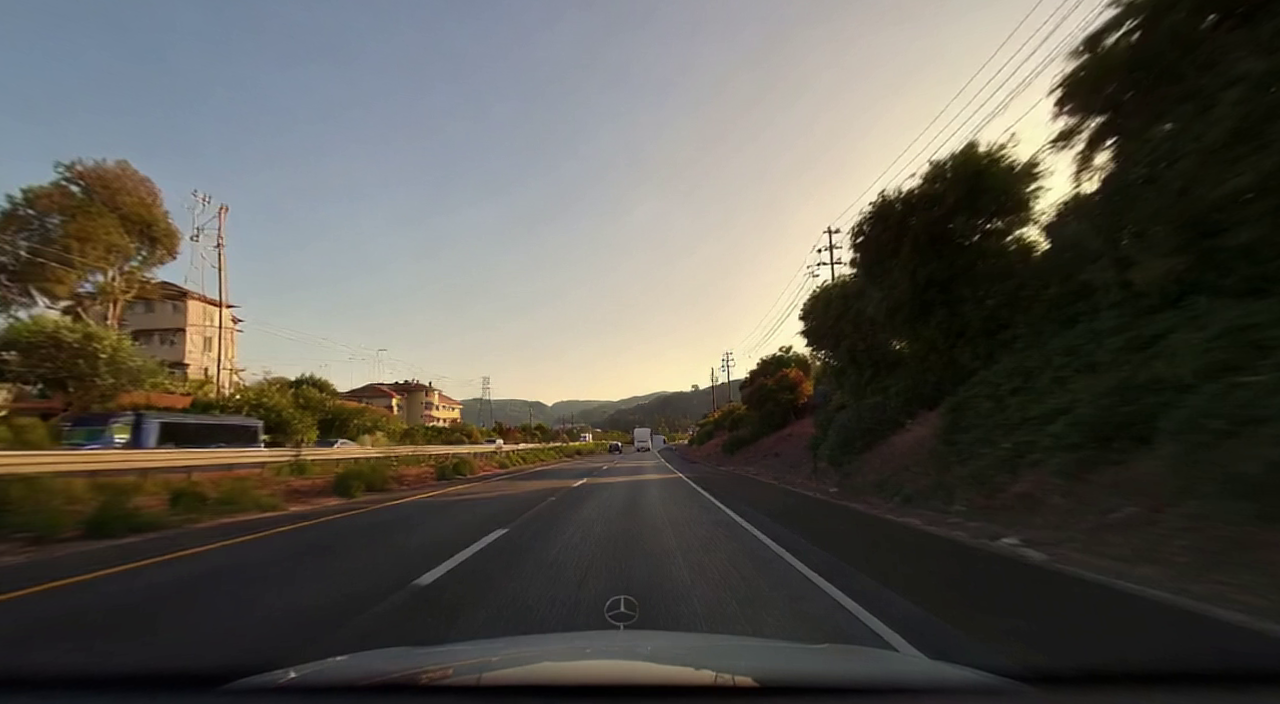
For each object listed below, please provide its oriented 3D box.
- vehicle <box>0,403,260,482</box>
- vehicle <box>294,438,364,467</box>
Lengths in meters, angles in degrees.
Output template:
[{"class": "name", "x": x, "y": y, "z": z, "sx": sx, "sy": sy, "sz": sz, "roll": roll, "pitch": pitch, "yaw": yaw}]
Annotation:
[{"class": "vehicle", "x": -25.291, "y": 4.752, "z": 32.748, "sx": 3.059, "sy": 3.310, "sz": 12.676, "roll": 0, "pitch": -9, "yaw": 0}, {"class": "vehicle", "x": -20.448, "y": 6.658, "z": 41.701, "sx": 2.122, "sy": 1.764, "sz": 4.712, "roll": 0, "pitch": -9, "yaw": 1}]
